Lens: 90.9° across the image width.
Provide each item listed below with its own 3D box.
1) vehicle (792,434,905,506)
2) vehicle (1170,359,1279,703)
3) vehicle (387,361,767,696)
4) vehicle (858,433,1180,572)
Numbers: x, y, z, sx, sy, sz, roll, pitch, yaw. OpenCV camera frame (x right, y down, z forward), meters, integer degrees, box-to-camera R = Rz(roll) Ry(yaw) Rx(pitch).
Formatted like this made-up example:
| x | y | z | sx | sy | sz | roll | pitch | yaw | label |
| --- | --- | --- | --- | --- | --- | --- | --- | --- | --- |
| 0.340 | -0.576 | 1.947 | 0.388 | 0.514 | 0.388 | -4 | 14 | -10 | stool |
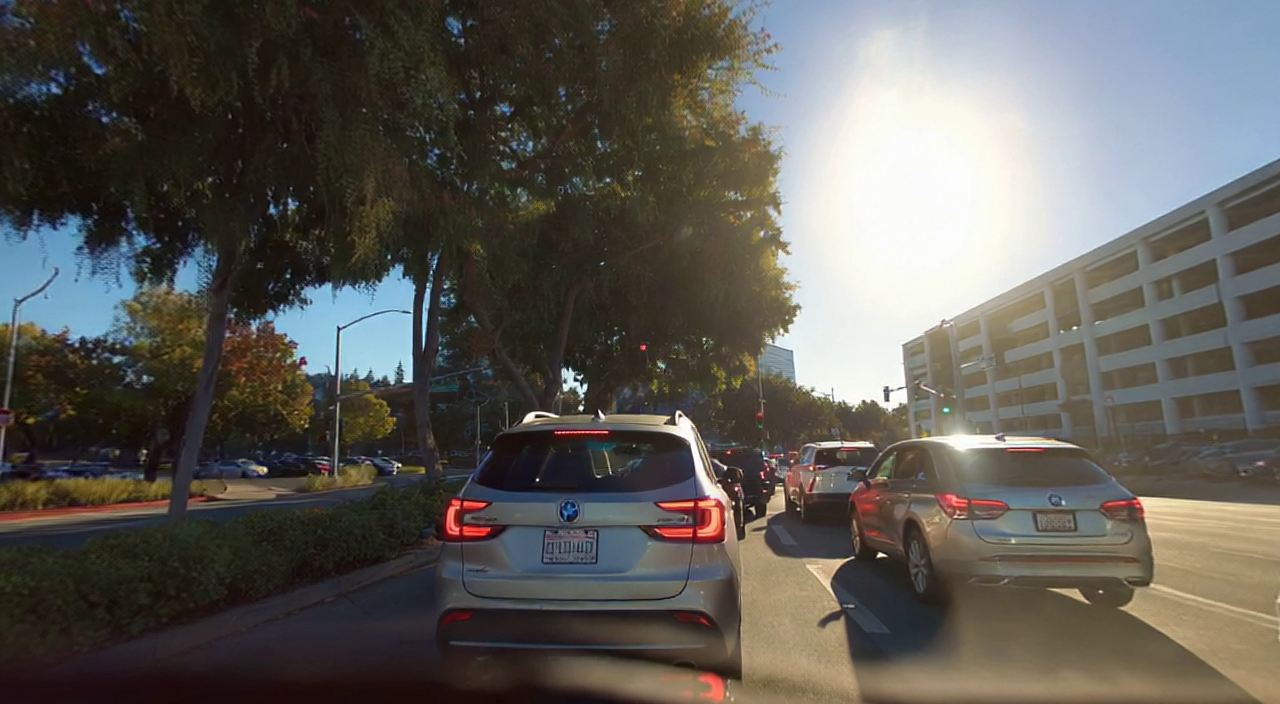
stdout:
| x | y | z | sx | sy | sz | roll | pitch | yaw | label |
| --- | --- | --- | --- | --- | --- | --- | --- | --- | --- |
| 5.337 | 3.036 | 16.724 | 1.994 | 1.638 | 4.100 | -1 | -9 | 6 | vehicle |
| 4.061 | 0.611 | 1.112 | 1.993 | 1.719 | 4.953 | 0 | -8 | 1 | vehicle |
| -0.209 | 1.238 | 5.562 | 2.021 | 1.742 | 4.295 | -1 | -8 | 4 | vehicle |
| 4.903 | 1.974 | 9.168 | 1.963 | 1.480 | 4.553 | 0 | -8 | 2 | vehicle |
